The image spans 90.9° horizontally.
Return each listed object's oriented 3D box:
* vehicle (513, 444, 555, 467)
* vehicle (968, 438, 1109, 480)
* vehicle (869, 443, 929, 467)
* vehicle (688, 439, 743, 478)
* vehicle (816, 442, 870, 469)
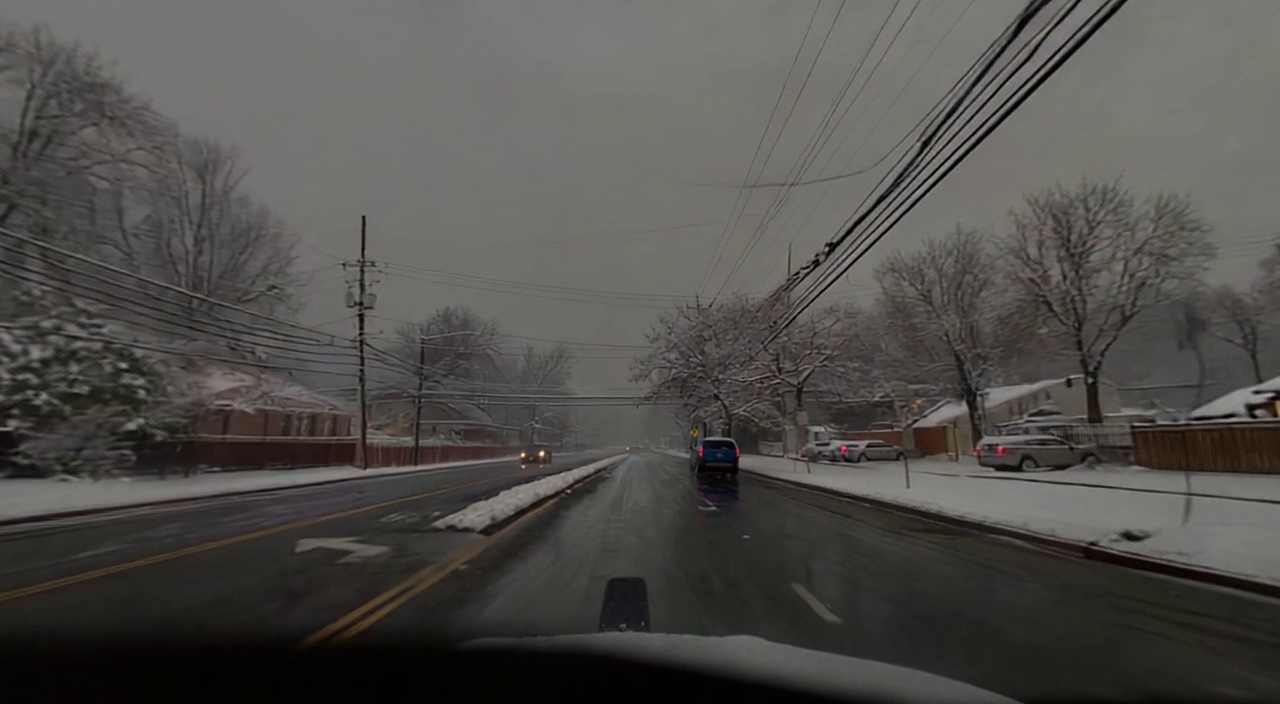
[{"bbox_3d":[-8.009,7.822,47.887,2.179,1.613,4.516,-1,-9,3],"label":"vehicle"},{"bbox_3d":[15.418,4.138,24.595,4.135,1.558,1.929,0,-8,3],"label":"vehicle"},{"bbox_3d":[16.153,6.413,39.501,1.747,1.405,4.372,0,-9,-2],"label":"vehicle"},{"bbox_3d":[3.765,5.426,32.361,2.144,1.843,4.827,0,-9,-1],"label":"vehicle"},{"bbox_3d":[12.455,6.384,38.987,1.970,1.561,4.725,-1,-9,3],"label":"vehicle"}]
